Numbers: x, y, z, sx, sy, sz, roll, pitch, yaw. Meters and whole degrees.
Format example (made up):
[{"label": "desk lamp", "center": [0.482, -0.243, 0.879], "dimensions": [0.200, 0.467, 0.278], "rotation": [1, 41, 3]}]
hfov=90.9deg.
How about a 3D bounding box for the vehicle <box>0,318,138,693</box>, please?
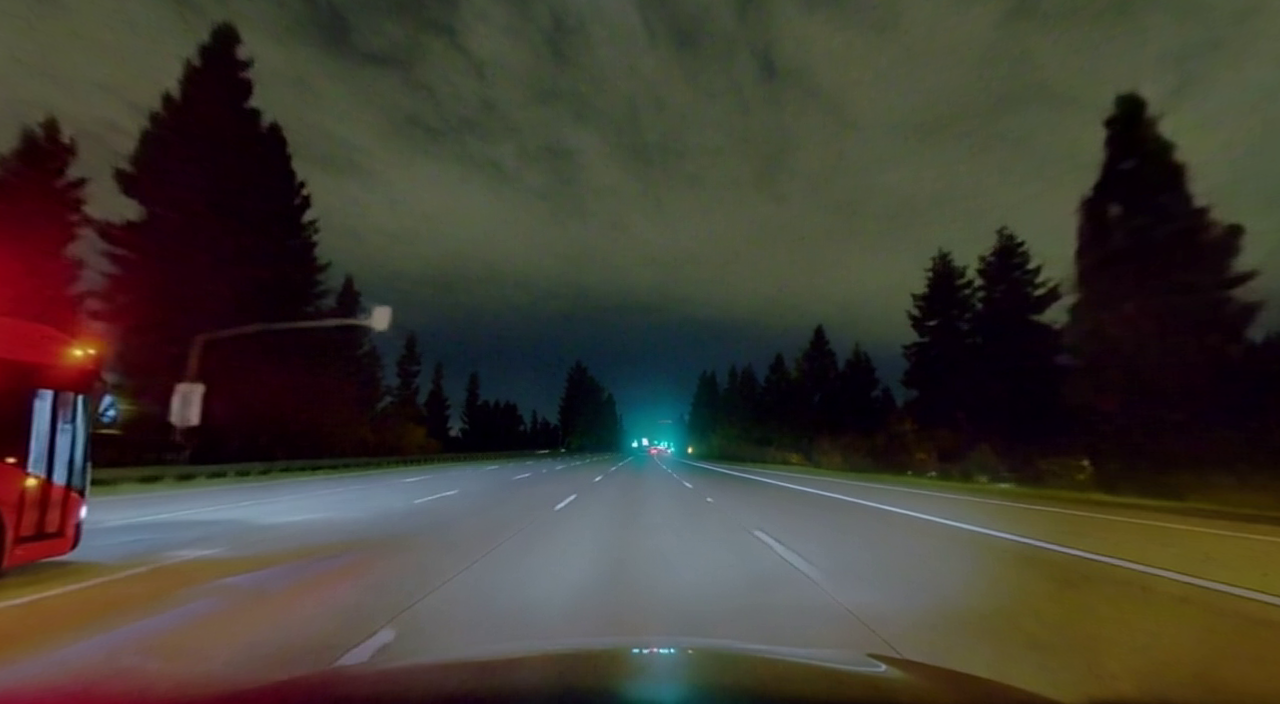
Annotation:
[{"label": "vehicle", "center": [-4.507, 0.549, 1.571], "dimensions": [2.127, 1.985, 5.205], "rotation": [0, -9, 1]}]
